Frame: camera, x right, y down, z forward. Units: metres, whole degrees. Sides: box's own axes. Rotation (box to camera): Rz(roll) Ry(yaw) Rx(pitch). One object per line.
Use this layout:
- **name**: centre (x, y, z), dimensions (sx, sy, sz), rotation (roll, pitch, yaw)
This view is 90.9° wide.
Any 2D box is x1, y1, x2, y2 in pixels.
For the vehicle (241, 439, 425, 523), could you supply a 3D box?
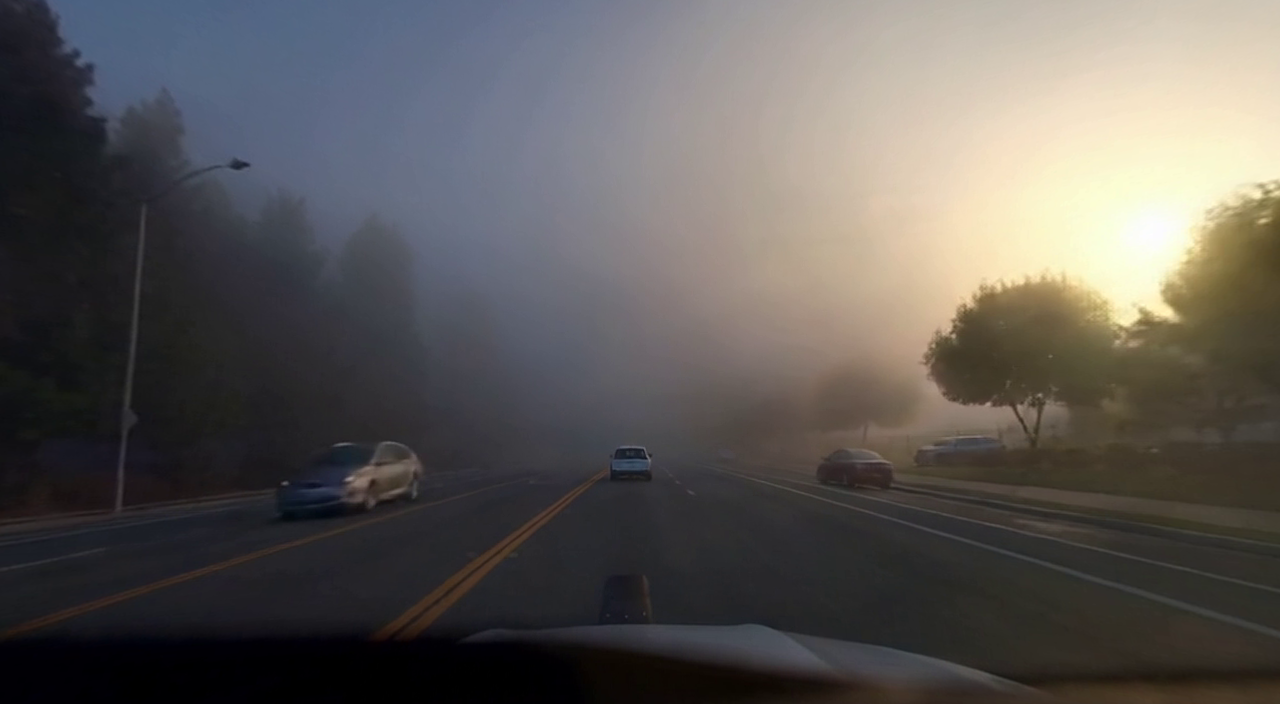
- **vehicle**: centre (-6.865, 2.898, 14.758), dimensions (2.083, 1.646, 4.293), rotation (0, -9, 0)

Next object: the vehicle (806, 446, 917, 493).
- **vehicle**: centre (7.637, 4.078, 22.324), dimensions (2.131, 1.474, 4.752), rotation (1, -9, -1)

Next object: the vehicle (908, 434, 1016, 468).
- **vehicle**: centre (17.711, 5.429, 34.675), dimensions (5.100, 1.770, 2.269), rotation (3, -9, -18)

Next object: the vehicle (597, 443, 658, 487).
- **vehicle**: centre (-0.434, 4.160, 23.626), dimensions (2.099, 1.470, 4.302), rotation (0, -9, 0)
